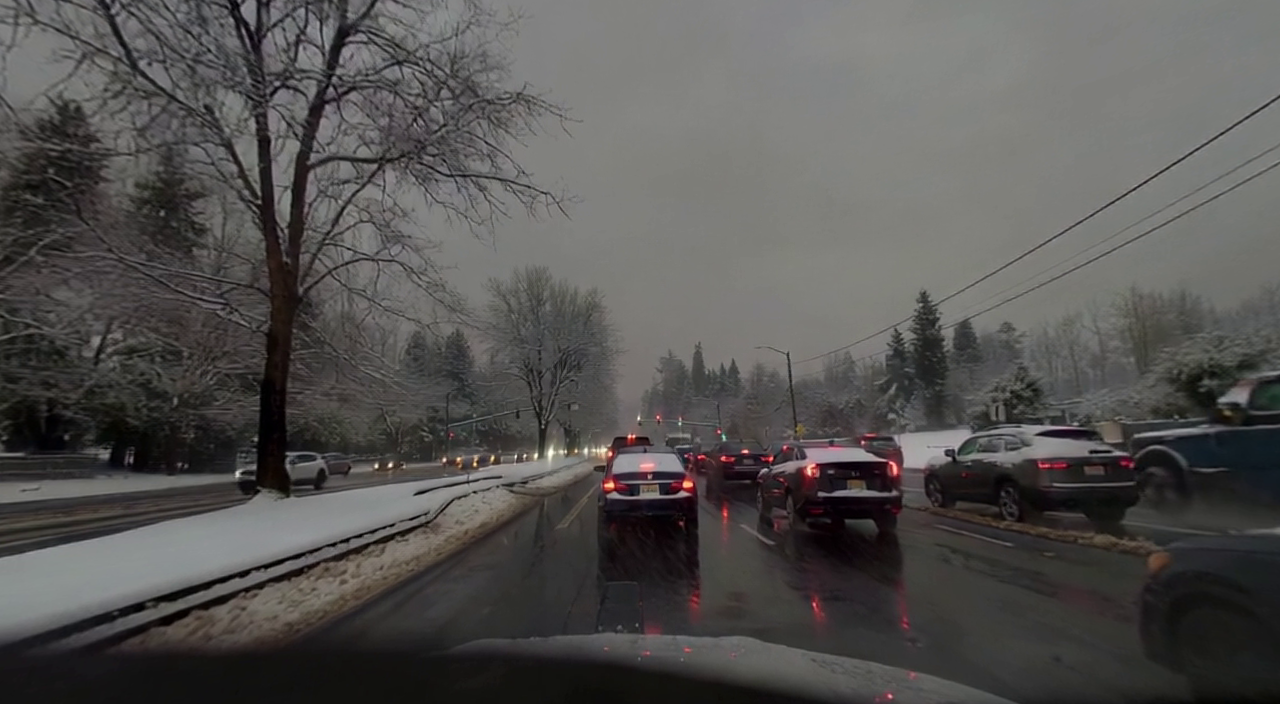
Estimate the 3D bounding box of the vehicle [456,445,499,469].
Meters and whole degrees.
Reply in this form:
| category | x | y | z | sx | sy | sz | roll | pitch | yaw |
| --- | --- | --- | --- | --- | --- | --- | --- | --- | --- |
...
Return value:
| category | x | y | z | sx | sy | sz | roll | pitch | yaw |
| --- | --- | --- | --- | --- | --- | --- | --- | --- | --- |
| vehicle | -11.907 | 7.698 | 46.675 | 1.980 | 1.675 | 4.581 | 0 | -9 | 0 |

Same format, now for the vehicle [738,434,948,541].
| category | x | y | z | sx | sy | sz | roll | pitch | yaw |
| --- | --- | --- | --- | --- | --- | --- | --- | --- | --- |
| vehicle | 3.181 | 2.243 | 11.201 | 1.970 | 1.445 | 4.974 | 0 | -9 | -1 |

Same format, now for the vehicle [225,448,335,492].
| category | x | y | z | sx | sy | sz | roll | pitch | yaw |
| --- | --- | --- | --- | --- | --- | --- | --- | --- | --- |
| vehicle | -15.624 | 5.100 | 27.791 | 2.080 | 1.738 | 4.686 | 0 | -9 | 0 |

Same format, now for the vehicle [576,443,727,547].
| category | x | y | z | sx | sy | sz | roll | pitch | yaw |
| --- | --- | --- | --- | --- | --- | --- | --- | --- | --- |
| vehicle | 0.088 | 2.197 | 10.427 | 1.990 | 1.347 | 4.067 | 0 | -9 | -2 |

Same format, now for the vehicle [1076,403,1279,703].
| category | x | y | z | sx | sy | sz | roll | pitch | yaw |
| --- | --- | --- | --- | --- | --- | --- | --- | --- | --- |
| vehicle | 3.480 | 0.760 | 1.241 | 1.959 | 1.472 | 4.571 | 0 | -9 | 0 |
